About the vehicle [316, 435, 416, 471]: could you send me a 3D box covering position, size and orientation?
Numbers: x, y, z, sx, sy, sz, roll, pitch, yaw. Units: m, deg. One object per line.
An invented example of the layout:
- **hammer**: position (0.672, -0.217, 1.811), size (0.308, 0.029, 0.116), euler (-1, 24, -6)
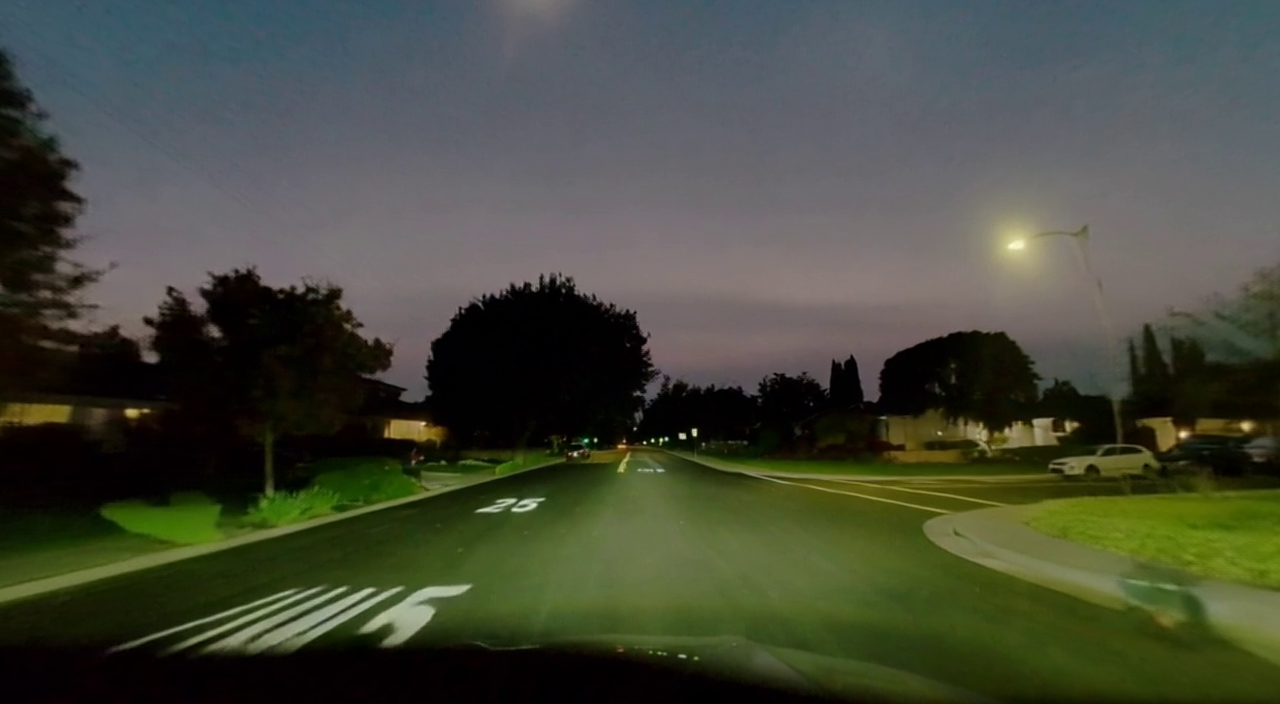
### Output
- **vehicle**: position (-13.127, 4.856, 30.406), size (3.921, 1.629, 1.832), euler (0, -10, 2)

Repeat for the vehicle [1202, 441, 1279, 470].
- **vehicle**: position (34.325, 5.777, 35.212), size (1.745, 1.540, 4.223), euler (8, -12, -44)

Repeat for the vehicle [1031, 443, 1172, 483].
- **vehicle**: position (20.452, 4.922, 28.175), size (4.607, 1.694, 2.106), euler (0, -9, -1)
